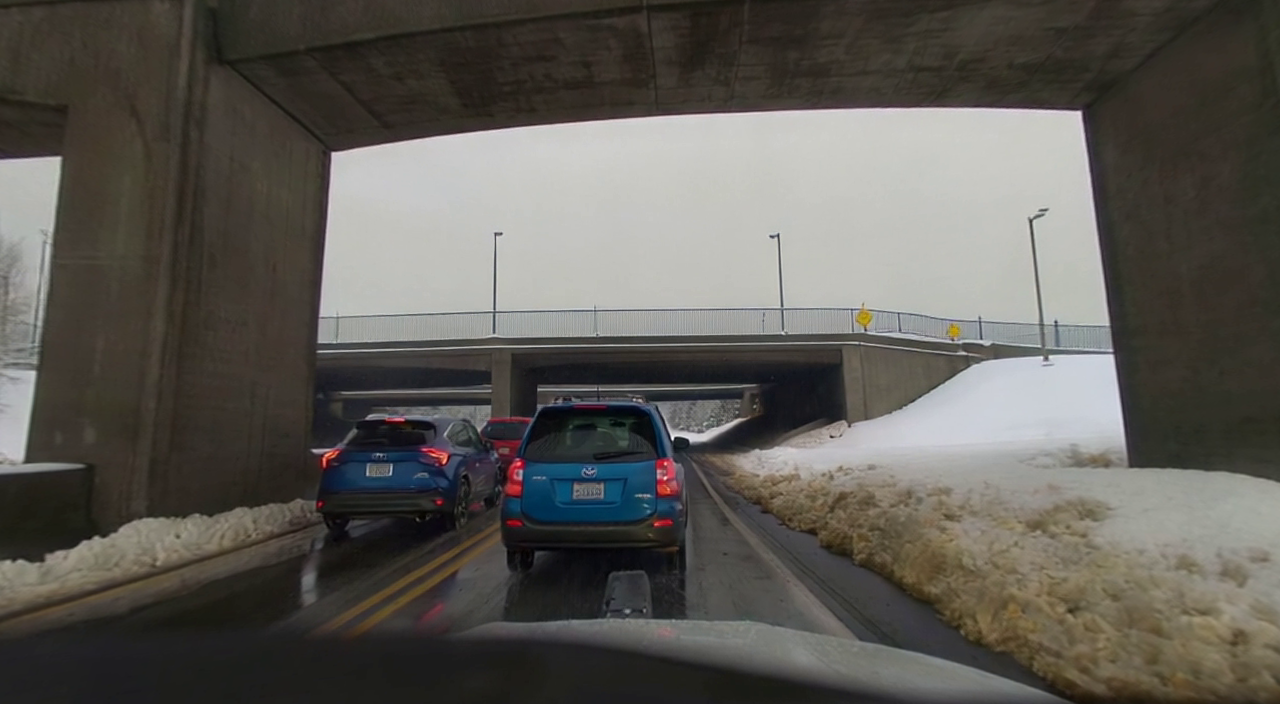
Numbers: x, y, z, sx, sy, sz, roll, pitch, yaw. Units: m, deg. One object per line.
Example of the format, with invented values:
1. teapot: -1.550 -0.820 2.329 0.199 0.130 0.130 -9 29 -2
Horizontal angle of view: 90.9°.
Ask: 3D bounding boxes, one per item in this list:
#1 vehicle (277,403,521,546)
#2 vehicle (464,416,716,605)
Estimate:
1. vehicle: -3.444 1.861 10.199 2.017 1.761 4.572 -1 -8 2
2. vehicle: -0.286 1.569 7.143 2.020 1.478 4.092 -1 -8 3
